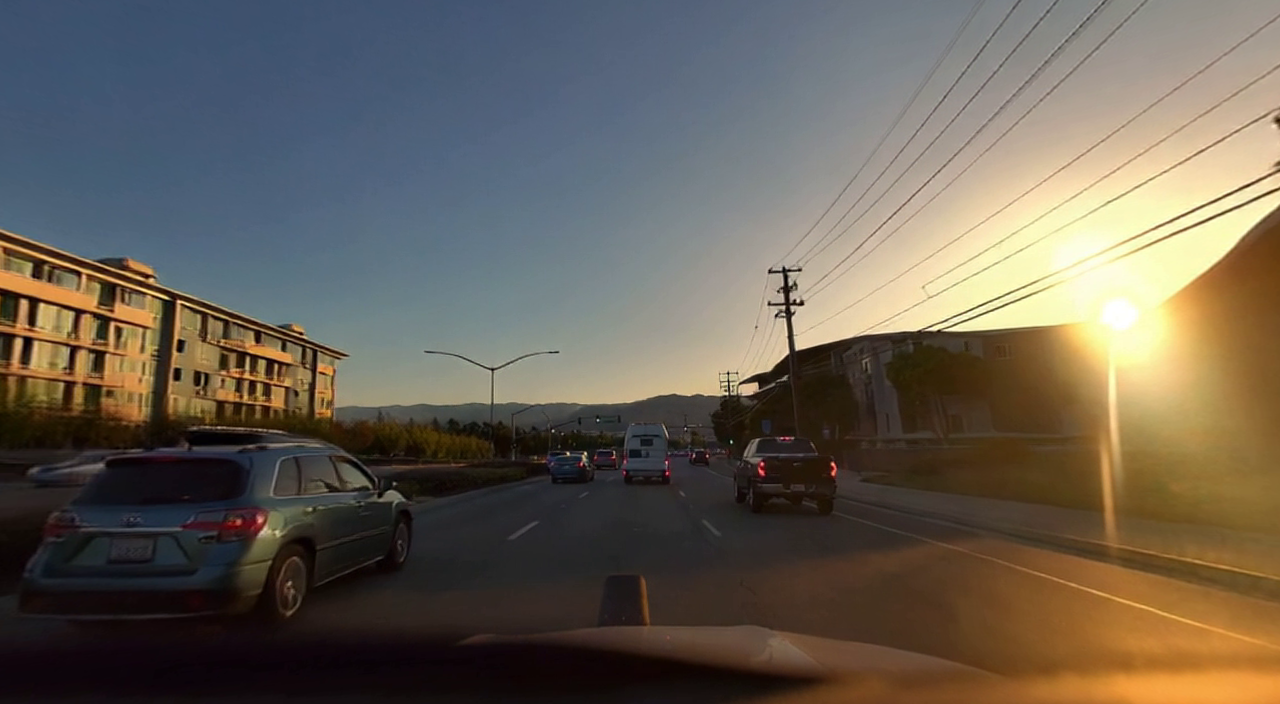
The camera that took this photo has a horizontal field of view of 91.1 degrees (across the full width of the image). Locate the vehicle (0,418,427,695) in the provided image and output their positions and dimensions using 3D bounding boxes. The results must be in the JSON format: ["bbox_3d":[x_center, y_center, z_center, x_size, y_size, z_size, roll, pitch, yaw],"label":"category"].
[{"bbox_3d":[-3.600,1.510,5.716,1.934,1.643,3.718,0,-9,1],"label":"vehicle"}]

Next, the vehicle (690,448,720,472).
[{"bbox_3d":[5.028,8.418,49.111,2.092,1.696,4.218,0,-9,2],"label":"vehicle"}]

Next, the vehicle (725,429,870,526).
[{"bbox_3d":[3.464,2.858,14.871,2.283,1.923,4.427,0,-9,0],"label":"vehicle"}]

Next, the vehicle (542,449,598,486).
[{"bbox_3d":[-3.228,5.408,29.709,1.984,1.567,4.311,0,-9,3],"label":"vehicle"}]

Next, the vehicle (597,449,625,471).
[{"bbox_3d":[-2.260,8.559,49.977,1.911,1.632,4.149,0,-9,2],"label":"vehicle"}]

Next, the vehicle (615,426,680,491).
[{"bbox_3d":[0.443,4.467,26.749,2.457,2.440,5.486,-1,-9,4],"label":"vehicle"}]
